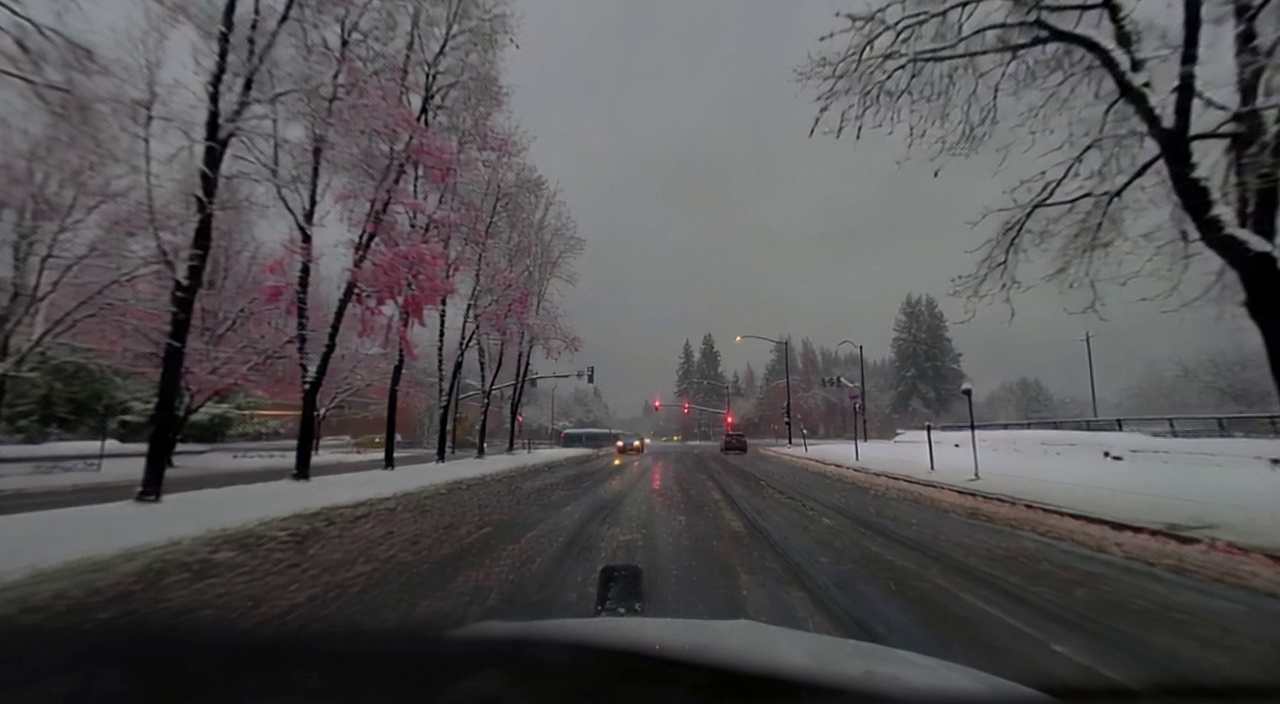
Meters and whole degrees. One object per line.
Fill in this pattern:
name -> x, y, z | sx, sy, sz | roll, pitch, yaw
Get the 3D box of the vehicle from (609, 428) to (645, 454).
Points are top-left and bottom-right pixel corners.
vehicle -> -0.864, 6.256, 44.206 | 1.995, 1.703, 4.367 | -1, -8, 5

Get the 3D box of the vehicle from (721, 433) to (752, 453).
vehicle -> 7.577, 7.175, 49.865 | 2.007, 1.466, 4.291 | -1, -8, 4
